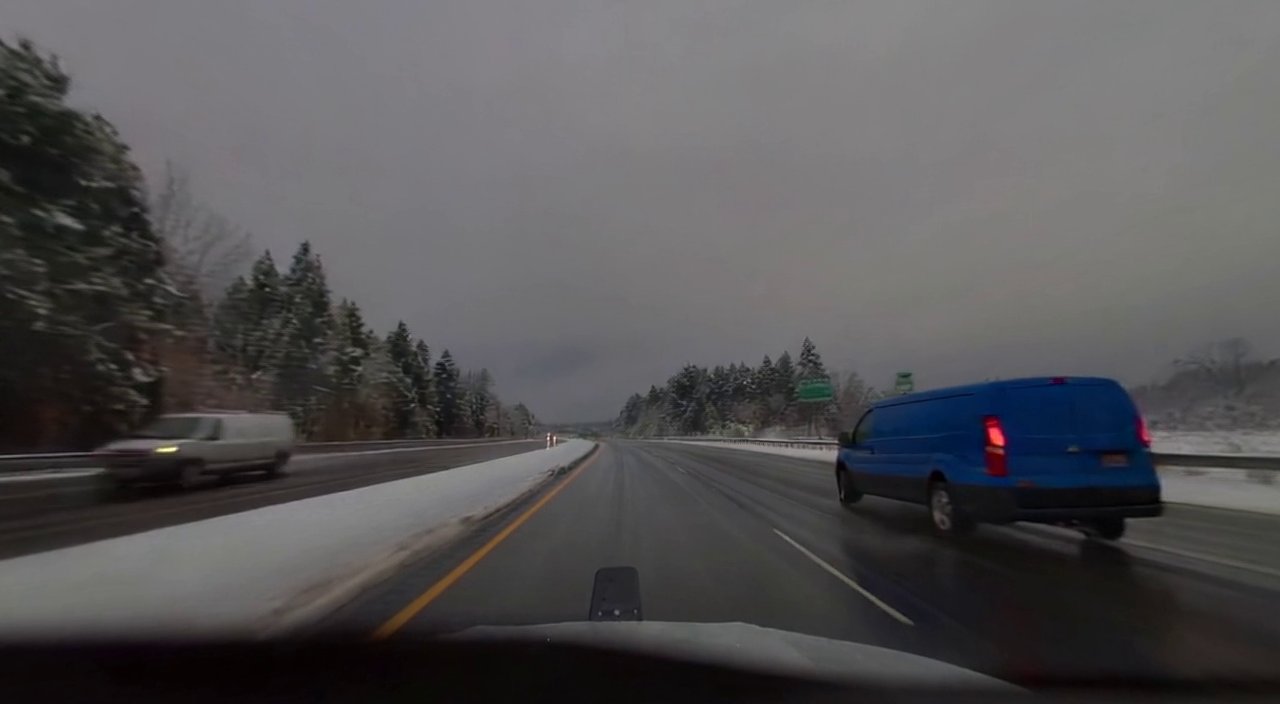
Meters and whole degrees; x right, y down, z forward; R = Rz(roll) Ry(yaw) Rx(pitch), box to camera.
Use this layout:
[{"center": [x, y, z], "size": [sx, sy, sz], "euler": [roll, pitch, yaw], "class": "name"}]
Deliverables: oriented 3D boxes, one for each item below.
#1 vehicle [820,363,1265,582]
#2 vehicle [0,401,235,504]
[{"center": [4.000, 1.289, 7.560], "size": [2.240, 1.801, 4.545], "euler": [0, -8, -1], "class": "vehicle"}, {"center": [-12.522, 2.367, 15.326], "size": [2.109, 2.086, 4.935], "euler": [0, -8, -2], "class": "vehicle"}]
